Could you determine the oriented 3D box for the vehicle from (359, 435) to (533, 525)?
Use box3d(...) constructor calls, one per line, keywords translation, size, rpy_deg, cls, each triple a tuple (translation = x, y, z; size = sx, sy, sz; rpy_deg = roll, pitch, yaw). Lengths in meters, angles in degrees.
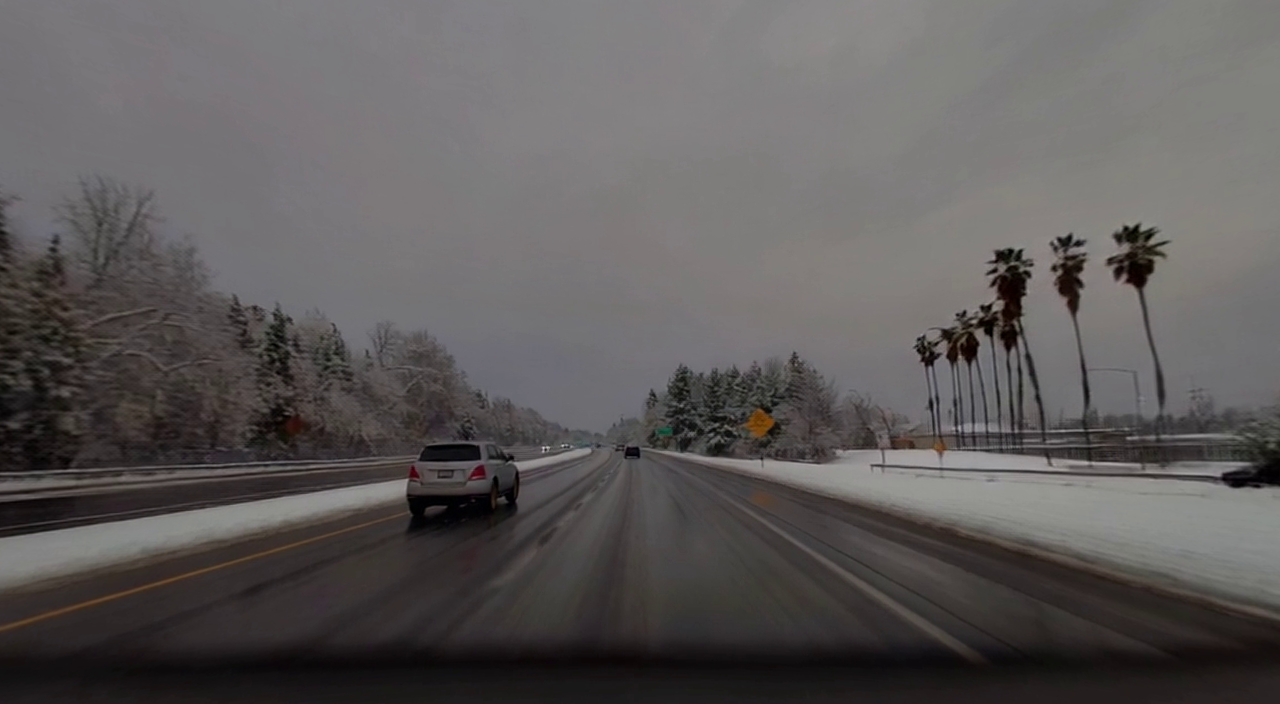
box3d(translation=(-3.833, 2.599, 13.483), size=(2.092, 1.562, 4.748), rpy_deg=(0, -8, 2), cls="vehicle")
